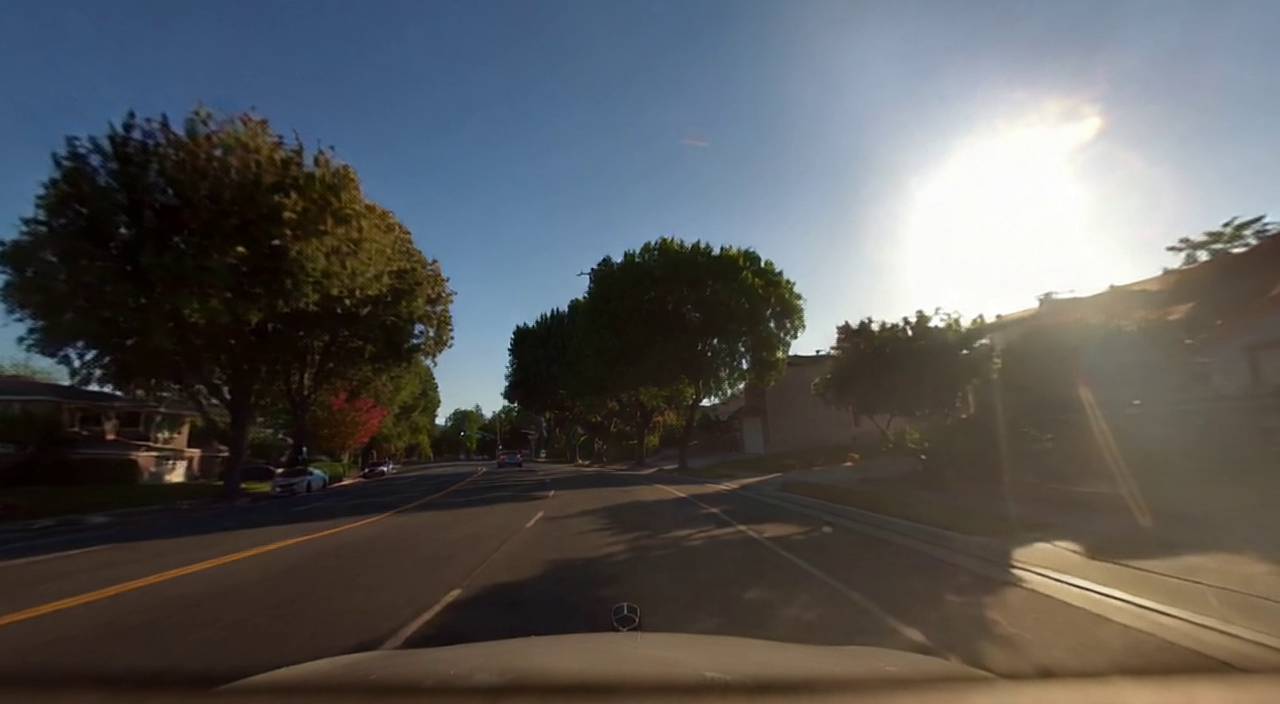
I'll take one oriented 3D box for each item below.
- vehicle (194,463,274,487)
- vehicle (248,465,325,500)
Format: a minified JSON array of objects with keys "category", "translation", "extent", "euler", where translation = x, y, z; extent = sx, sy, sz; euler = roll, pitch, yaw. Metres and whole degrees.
[{"category":"vehicle","translation":[-27.230,8.244,42.475],"extent":[4.024,1.515,1.857],"euler":[2,-9,-15]},{"category":"vehicle","translation":[-17.375,6.411,31.314],"extent":[1.911,1.436,4.554],"euler":[1,-9,-10]}]
